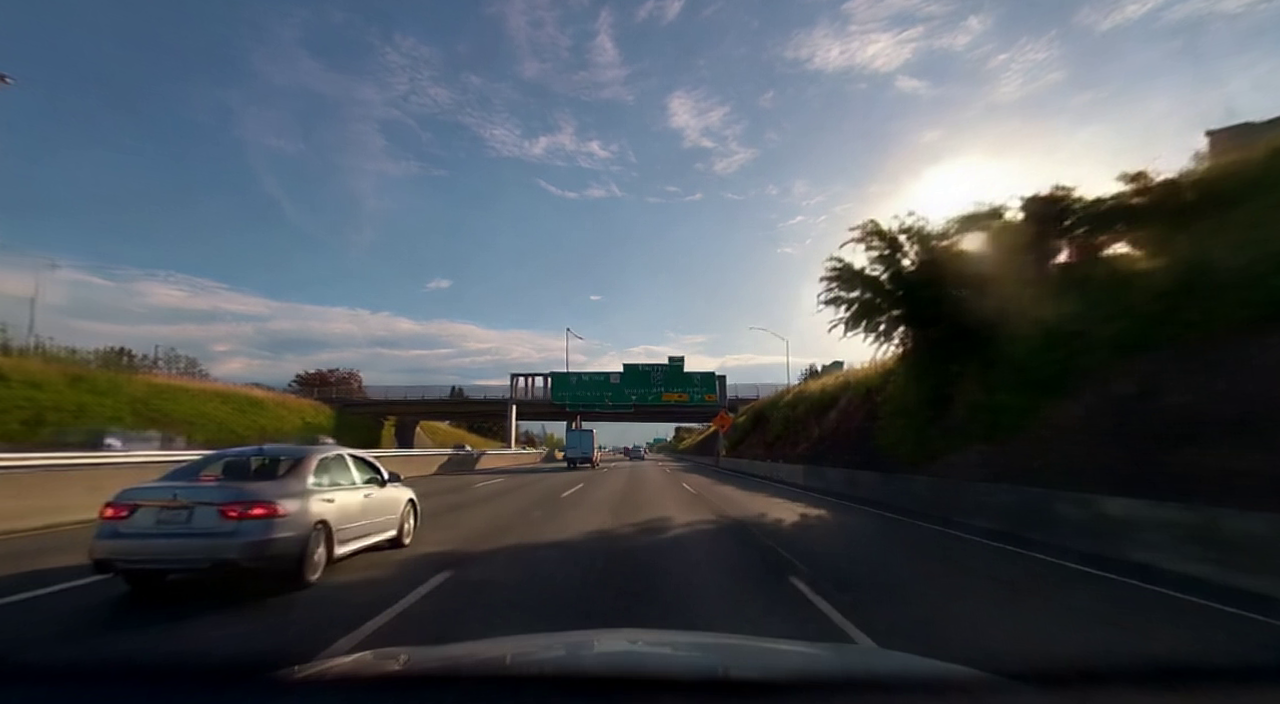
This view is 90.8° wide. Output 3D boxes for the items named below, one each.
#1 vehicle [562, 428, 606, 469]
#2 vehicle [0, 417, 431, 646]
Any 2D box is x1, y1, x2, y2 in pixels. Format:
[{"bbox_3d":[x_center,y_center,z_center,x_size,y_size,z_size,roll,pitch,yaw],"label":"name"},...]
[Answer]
[{"bbox_3d":[-3.546,6.229,40.850,2.290,2.453,5.561,0,-9,1],"label":"vehicle"},{"bbox_3d":[-3.643,1.446,6.029,1.924,1.436,3.915,0,-9,0],"label":"vehicle"}]
